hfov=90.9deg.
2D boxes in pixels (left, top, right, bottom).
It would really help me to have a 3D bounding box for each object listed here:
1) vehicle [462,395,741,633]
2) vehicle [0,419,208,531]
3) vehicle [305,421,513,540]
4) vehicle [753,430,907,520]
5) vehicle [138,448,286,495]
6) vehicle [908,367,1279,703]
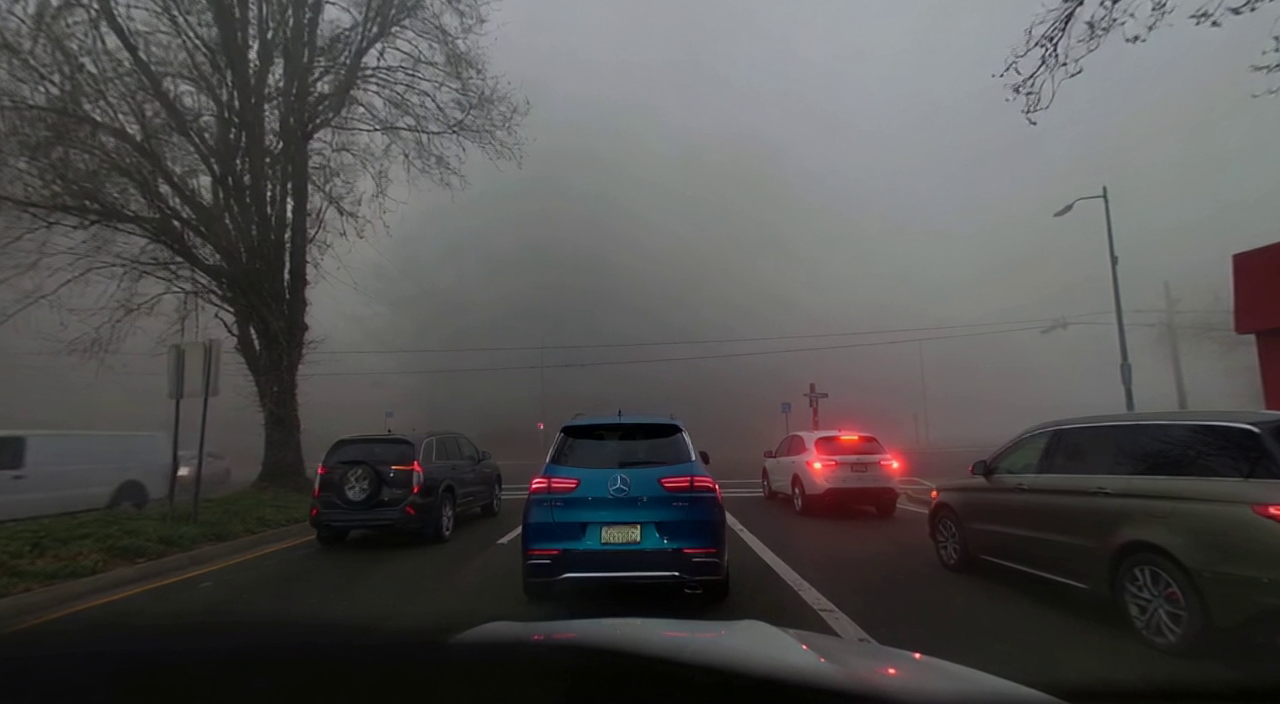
[{"bbox_3d":[-0.160,1.471,6.691,2.022,1.700,4.084,0,-8,4],"label":"vehicle"},{"bbox_3d":[-12.223,2.394,12.663,2.276,1.926,6.686,0,-8,1],"label":"vehicle"},{"bbox_3d":[-3.767,2.169,11.279,2.012,1.701,4.316,0,-8,1],"label":"vehicle"},{"bbox_3d":[3.663,2.428,12.951,1.847,1.554,3.885,0,-8,-1],"label":"vehicle"},{"bbox_3d":[-15.743,4.386,23.642,2.057,1.540,4.884,0,-8,1],"label":"vehicle"},{"bbox_3d":[4.153,1.264,5.339,2.014,1.740,4.515,-1,-8,4],"label":"vehicle"}]
